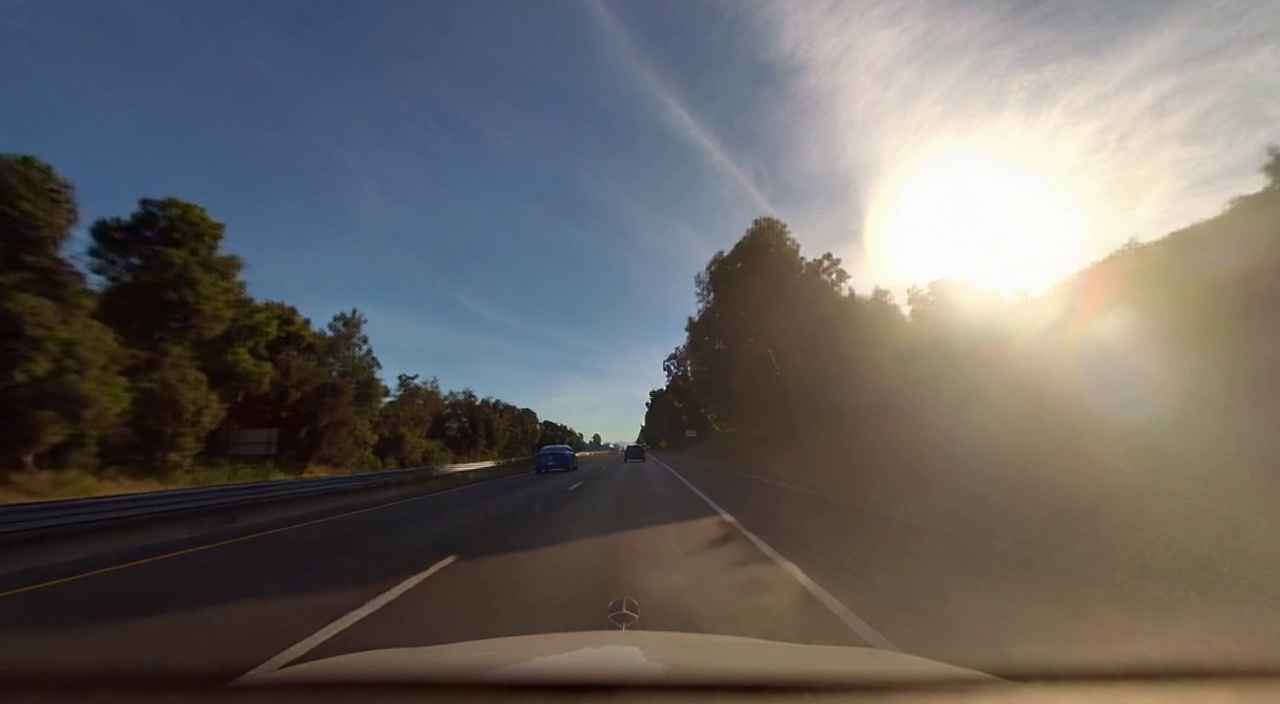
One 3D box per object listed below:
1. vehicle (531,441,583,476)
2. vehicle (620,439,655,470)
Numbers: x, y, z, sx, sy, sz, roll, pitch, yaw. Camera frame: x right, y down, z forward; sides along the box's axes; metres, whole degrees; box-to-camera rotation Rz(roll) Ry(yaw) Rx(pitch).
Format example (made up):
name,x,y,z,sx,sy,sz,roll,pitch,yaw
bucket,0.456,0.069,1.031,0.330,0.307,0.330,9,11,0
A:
name,x,y,z,sx,sy,sz,roll,pitch,yaw
vehicle,-4.261,5.571,33.108,2.113,1.656,4.215,0,-9,0
vehicle,-0.149,6.461,39.767,2.126,1.786,3.958,0,-9,0
